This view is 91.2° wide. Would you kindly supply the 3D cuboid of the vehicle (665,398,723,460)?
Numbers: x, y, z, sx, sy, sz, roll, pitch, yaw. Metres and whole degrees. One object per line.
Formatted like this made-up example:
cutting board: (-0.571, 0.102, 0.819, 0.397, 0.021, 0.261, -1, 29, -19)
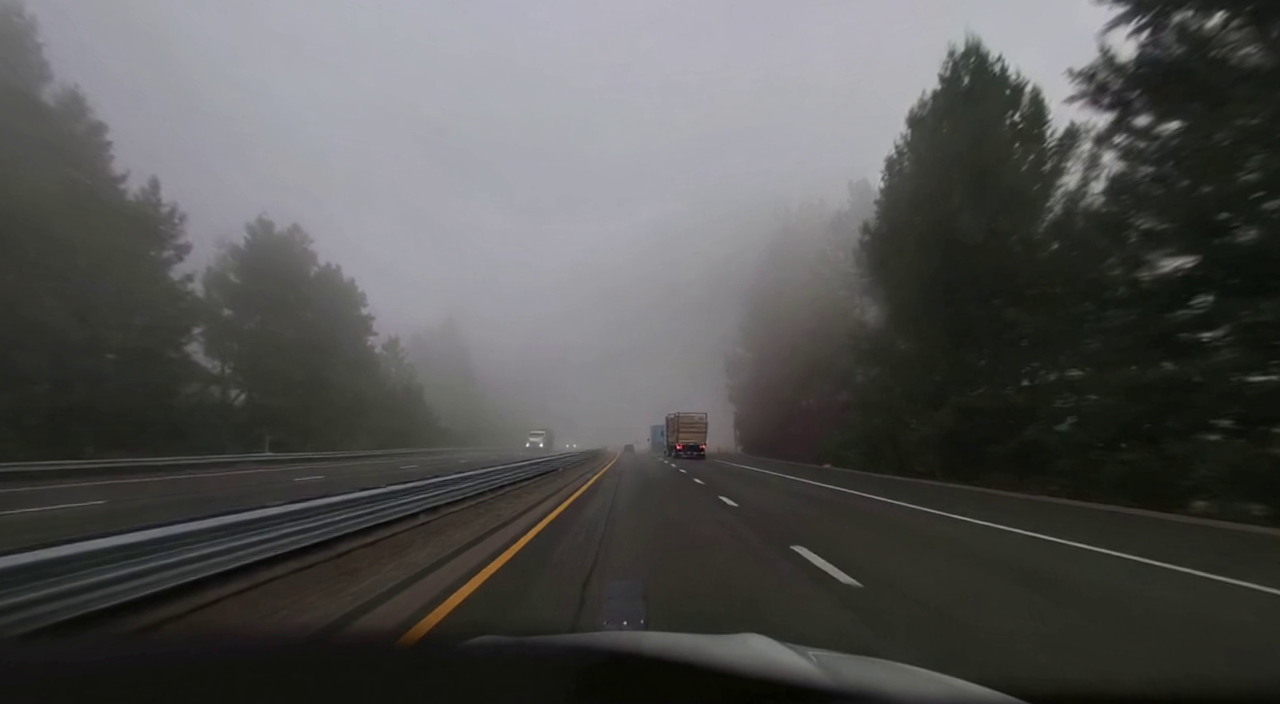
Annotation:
vehicle: (3.863, 6.135, 48.571, 3.024, 4.065, 13.796, 0, -8, -1)
